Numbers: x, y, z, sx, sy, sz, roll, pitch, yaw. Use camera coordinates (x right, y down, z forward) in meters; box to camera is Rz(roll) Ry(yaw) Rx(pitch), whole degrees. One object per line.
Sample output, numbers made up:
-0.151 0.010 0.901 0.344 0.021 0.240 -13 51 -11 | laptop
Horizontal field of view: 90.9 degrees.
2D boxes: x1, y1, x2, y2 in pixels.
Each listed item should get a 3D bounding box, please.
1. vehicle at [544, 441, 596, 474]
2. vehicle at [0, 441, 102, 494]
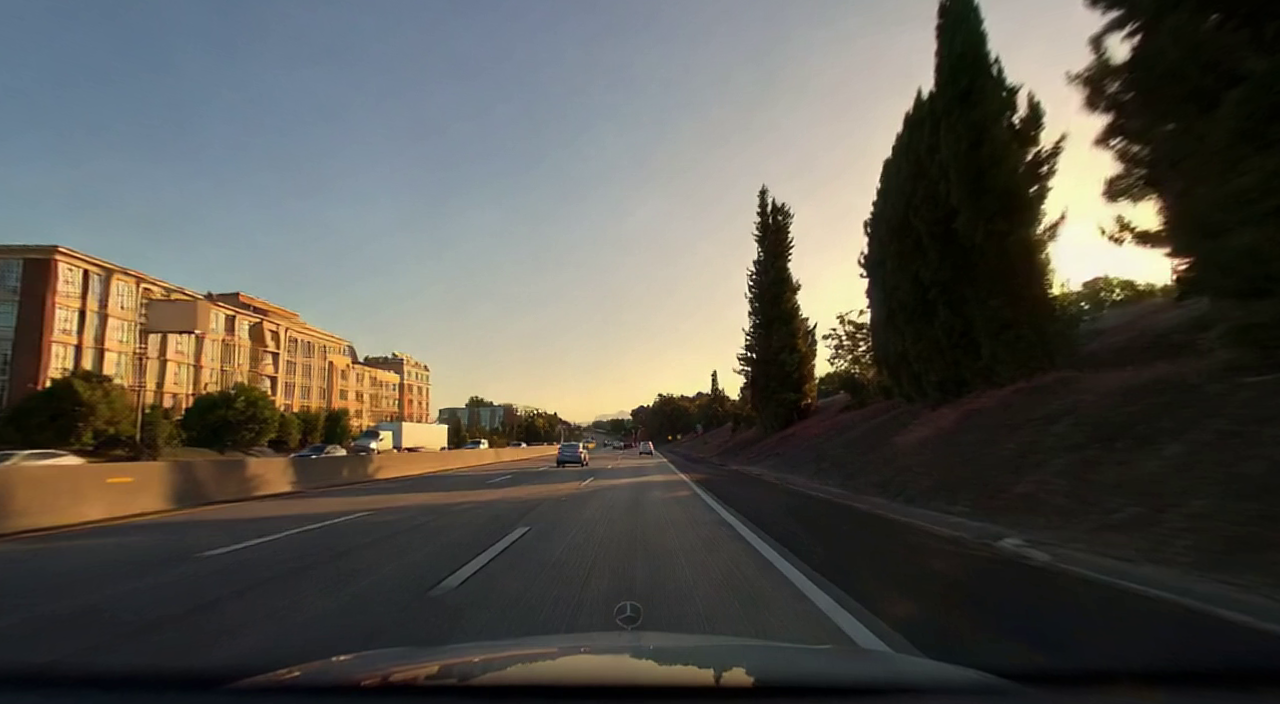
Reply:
-3.247 4.973 29.970 1.926 1.464 4.186 0 -8 1 | vehicle
-23.373 4.265 23.528 2.153 1.818 4.831 0 -8 2 | vehicle
